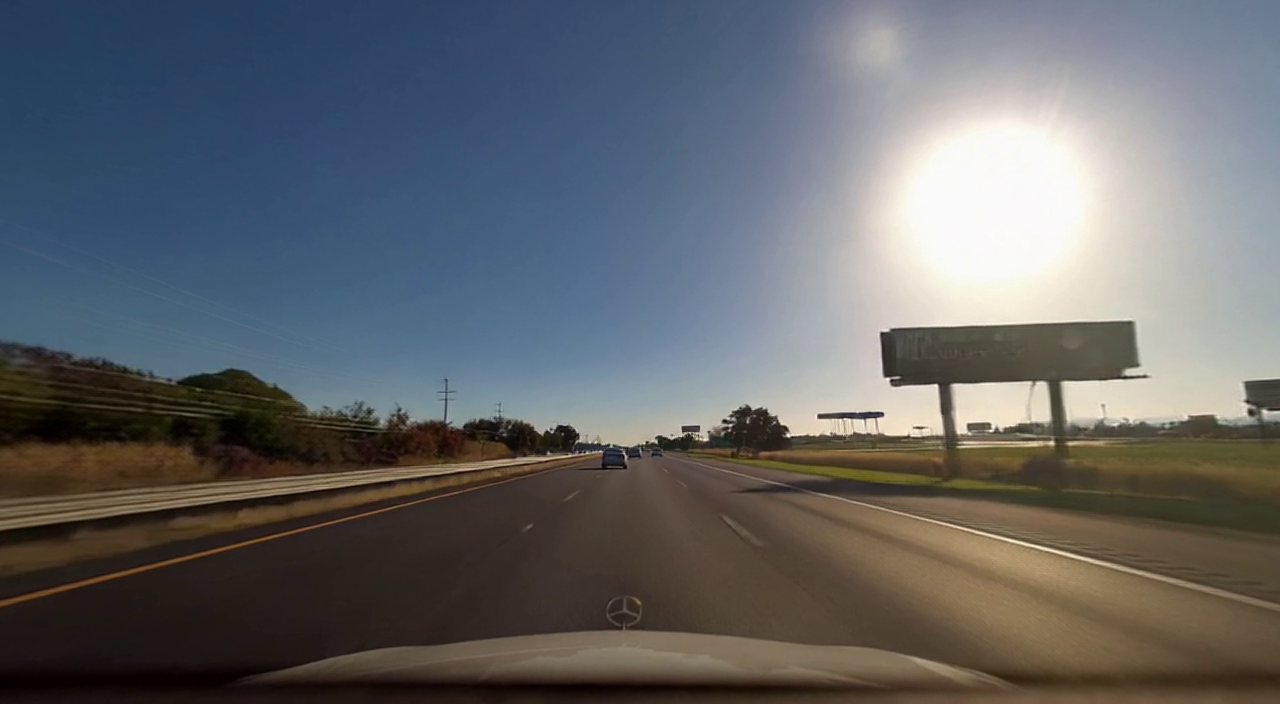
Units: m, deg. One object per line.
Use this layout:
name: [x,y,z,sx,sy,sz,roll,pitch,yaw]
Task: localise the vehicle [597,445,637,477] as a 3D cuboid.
vehicle: [-1.136,5.643,32.770,1.916,1.494,4.335,0,-9,0]
